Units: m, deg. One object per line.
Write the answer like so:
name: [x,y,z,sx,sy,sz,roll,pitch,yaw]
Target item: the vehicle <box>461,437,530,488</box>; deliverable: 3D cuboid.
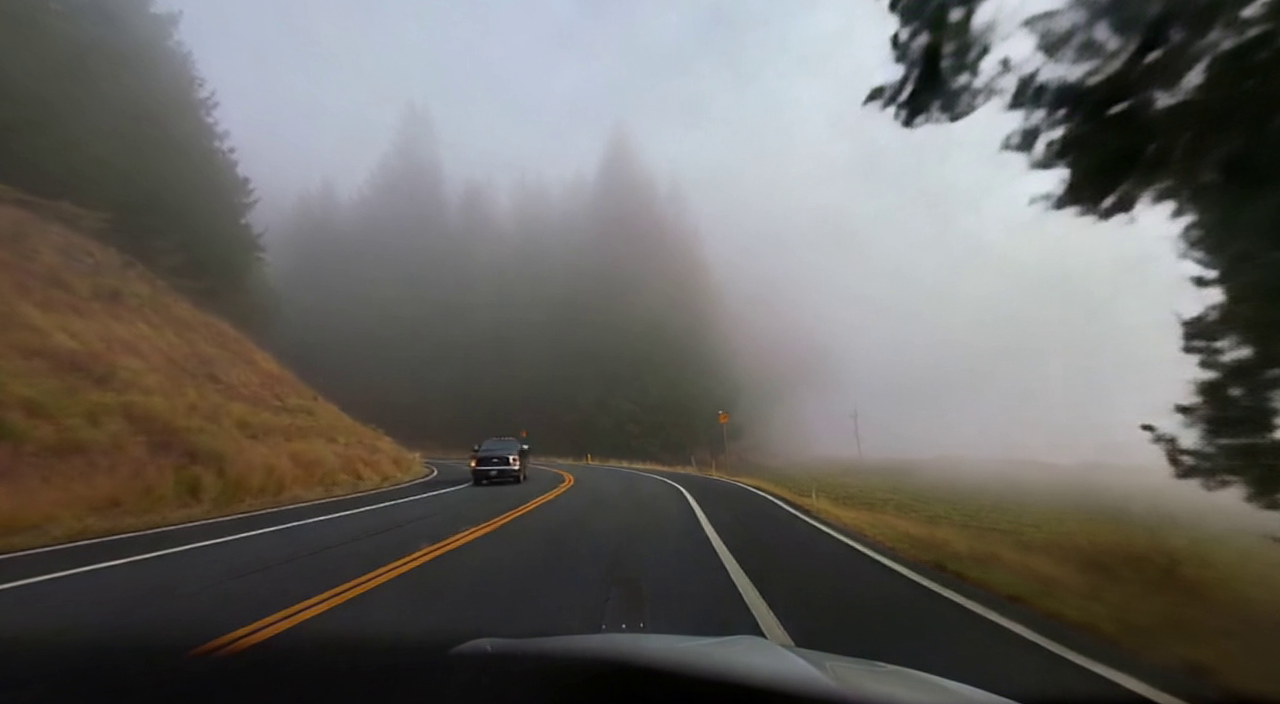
vehicle: [-6.150,4.719,27.587,2.546,1.975,5.702,1,-8,-10]
